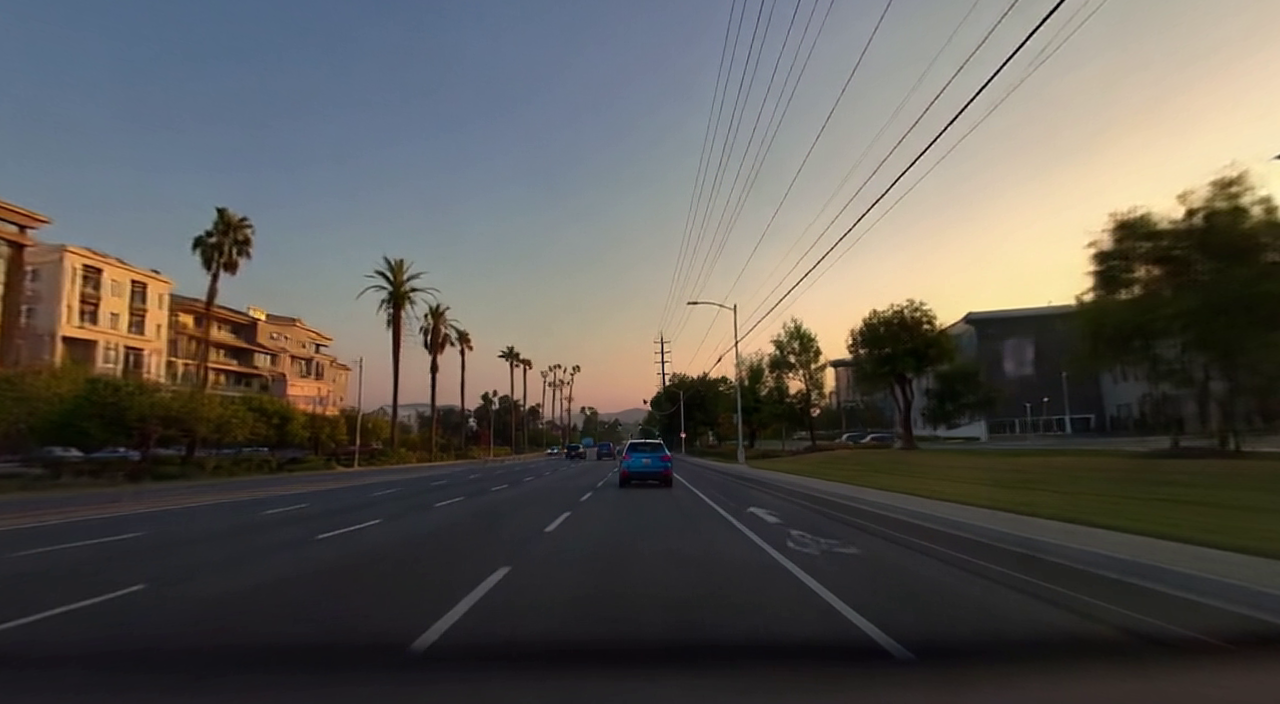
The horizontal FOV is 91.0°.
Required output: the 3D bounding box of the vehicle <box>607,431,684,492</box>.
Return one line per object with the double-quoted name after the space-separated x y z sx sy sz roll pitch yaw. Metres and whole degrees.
0.147 3.466 20.224 2.198 1.706 4.166 0 -9 0 "vehicle"
